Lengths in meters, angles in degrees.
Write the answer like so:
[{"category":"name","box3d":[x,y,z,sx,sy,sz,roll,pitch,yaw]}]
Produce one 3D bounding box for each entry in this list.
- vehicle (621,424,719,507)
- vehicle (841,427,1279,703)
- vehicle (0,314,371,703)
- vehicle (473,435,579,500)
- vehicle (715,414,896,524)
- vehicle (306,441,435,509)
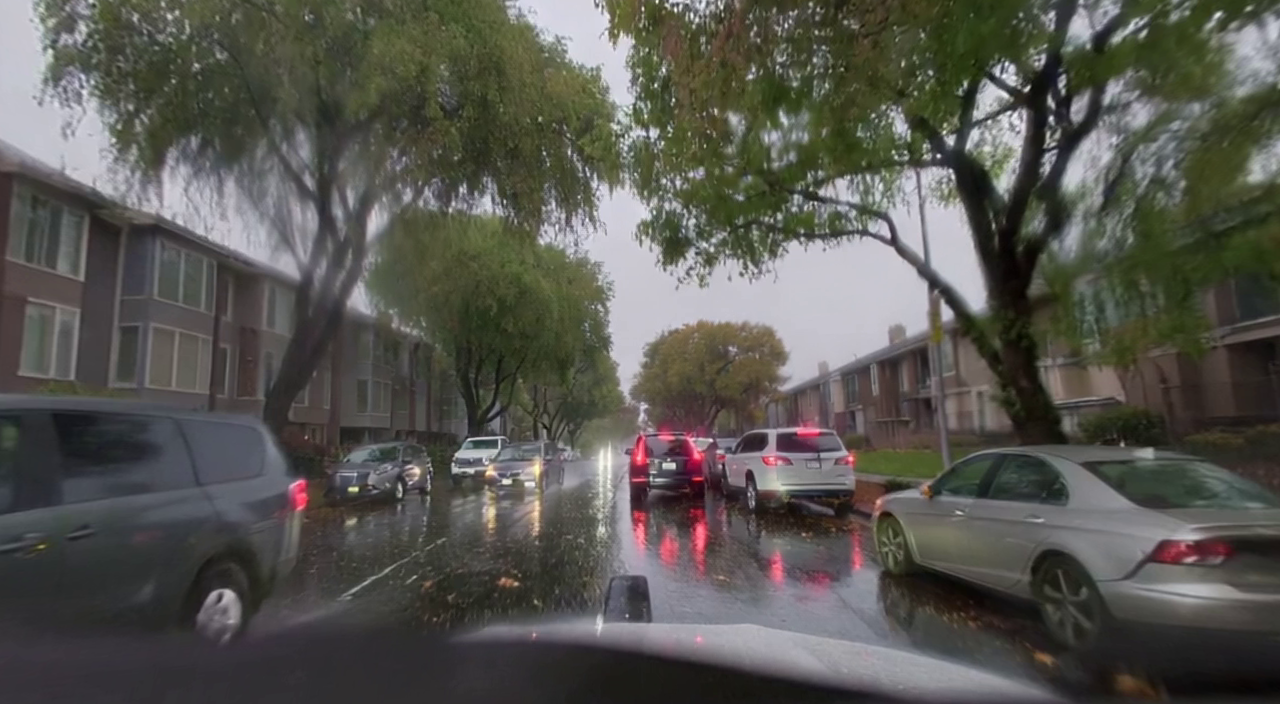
[{"category":"vehicle","box3d":[0.603,2.783,15.929,2.055,1.717,5.172,0,-9,0]},{"category":"vehicle","box3d":[3.394,1.382,5.128,1.881,1.403,4.214,0,-9,-4]},{"category":"vehicle","box3d":[-3.991,0.932,3.332,2.548,1.953,5.946,0,-9,0]},{"category":"vehicle","box3d":[-3.230,3.391,18.845,2.018,1.691,3.995,-1,-9,7]},{"category":"vehicle","box3d":[3.057,2.333,13.109,2.082,1.799,5.207,0,-9,-3]},{"category":"vehicle","box3d":[-7.908,3.607,19.072,2.002,1.774,4.568,0,-9,-2]}]
